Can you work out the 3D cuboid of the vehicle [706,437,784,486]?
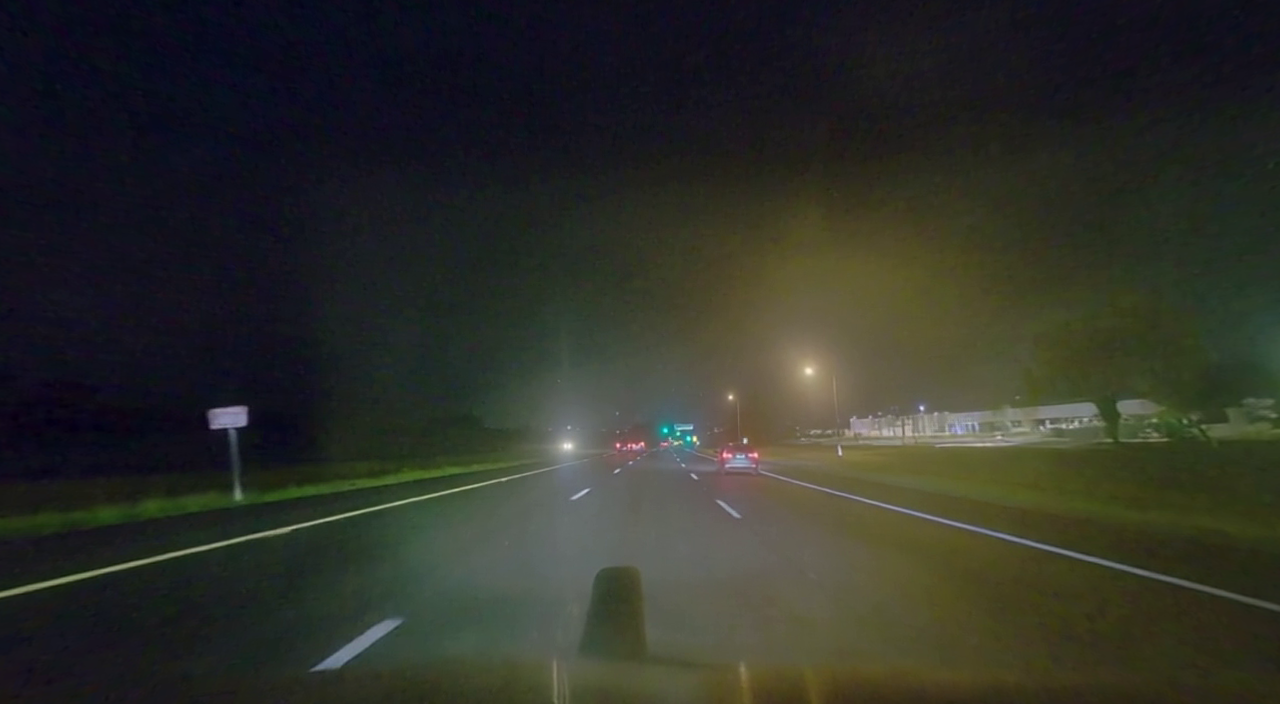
[{"bbox_3d":[3.748,4.020,23.414,2.085,1.594,4.848,0,-9,0],"label":"vehicle"}]
